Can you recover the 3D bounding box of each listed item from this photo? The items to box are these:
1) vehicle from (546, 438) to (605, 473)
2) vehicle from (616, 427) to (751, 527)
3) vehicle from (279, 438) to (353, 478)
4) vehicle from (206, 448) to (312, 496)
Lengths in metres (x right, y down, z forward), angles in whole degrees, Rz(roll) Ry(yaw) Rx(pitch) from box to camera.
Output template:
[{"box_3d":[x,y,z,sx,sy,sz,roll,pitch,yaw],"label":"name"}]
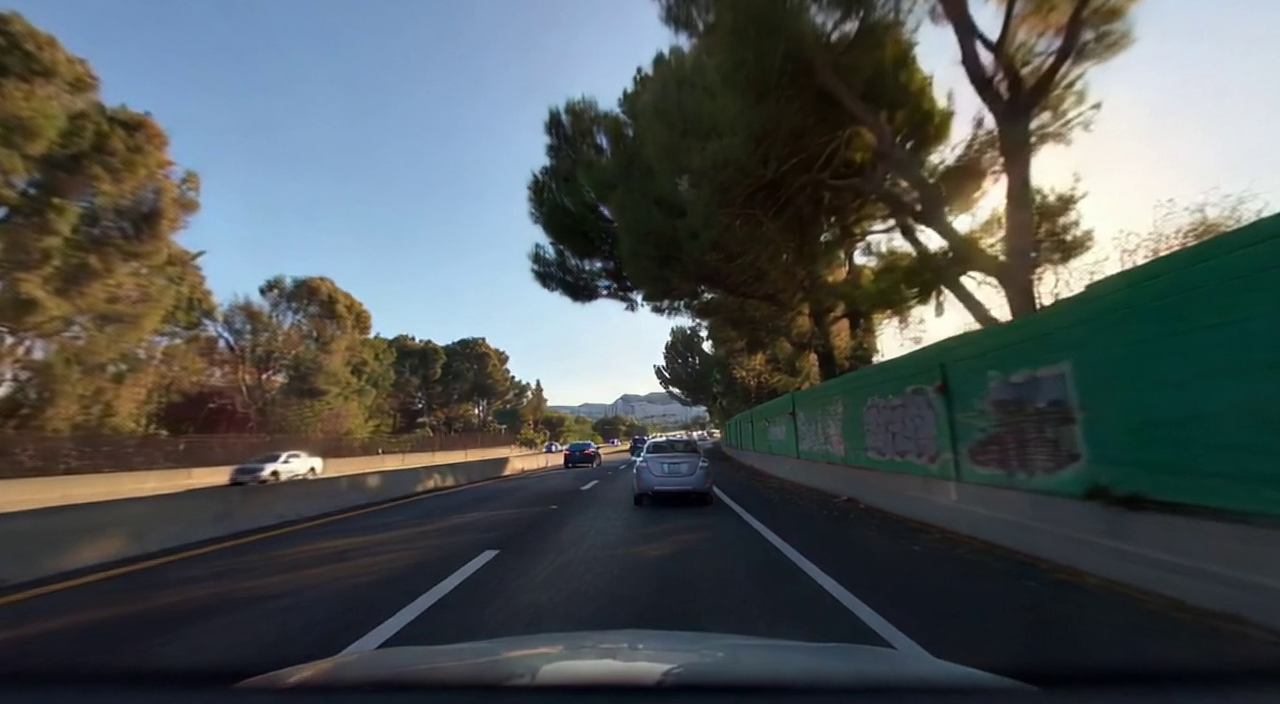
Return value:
[{"box_3d":[-2.898,4.776,29.337,2.059,1.471,4.152,-1,-8,3],"label":"vehicle"},{"box_3d":[0.693,2.216,11.720,2.077,1.533,3.854,0,-8,1],"label":"vehicle"},{"box_3d":[-15.871,5.173,31.005,1.831,1.837,3.199,0,-8,2],"label":"vehicle"},{"box_3d":[-15.830,4.962,26.440,1.910,1.820,4.007,0,-8,0],"label":"vehicle"}]
